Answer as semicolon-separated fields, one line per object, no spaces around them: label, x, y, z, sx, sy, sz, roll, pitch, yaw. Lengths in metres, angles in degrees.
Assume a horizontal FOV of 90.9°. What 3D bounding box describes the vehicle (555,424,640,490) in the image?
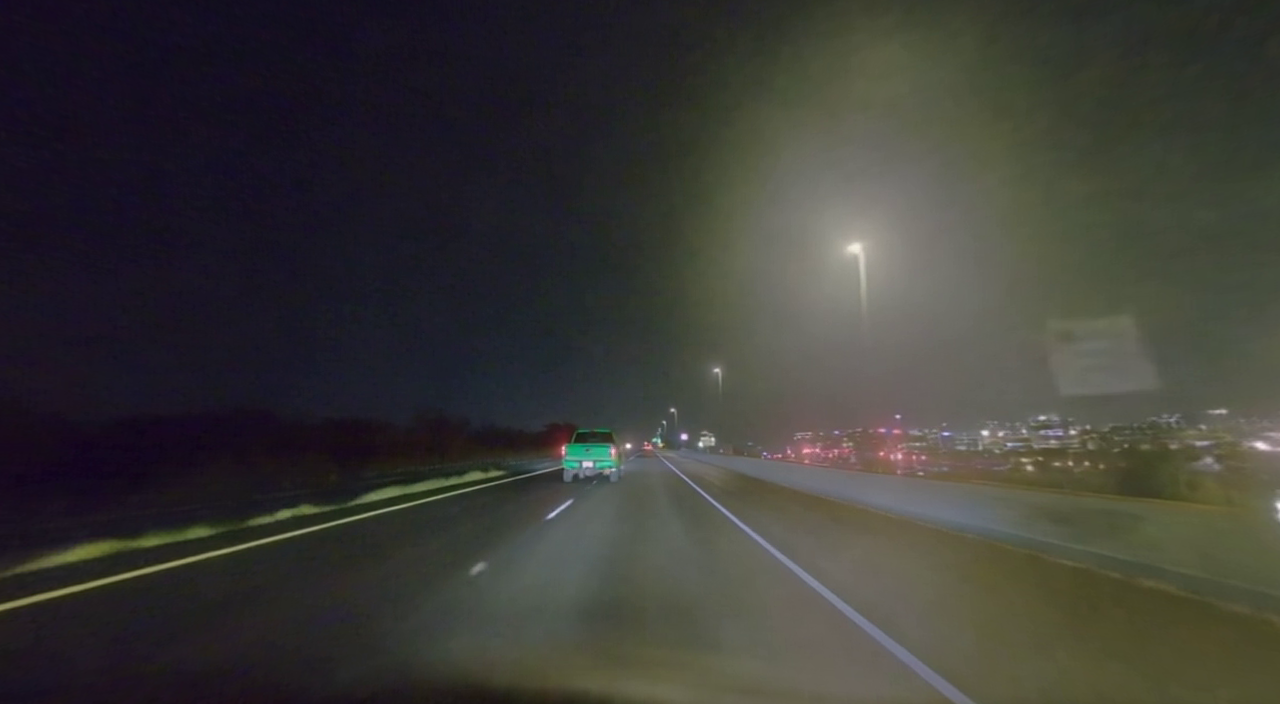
vehicle;-1.274;3.563;21.704;2.350;1.932;5.562;-1;-8;2
